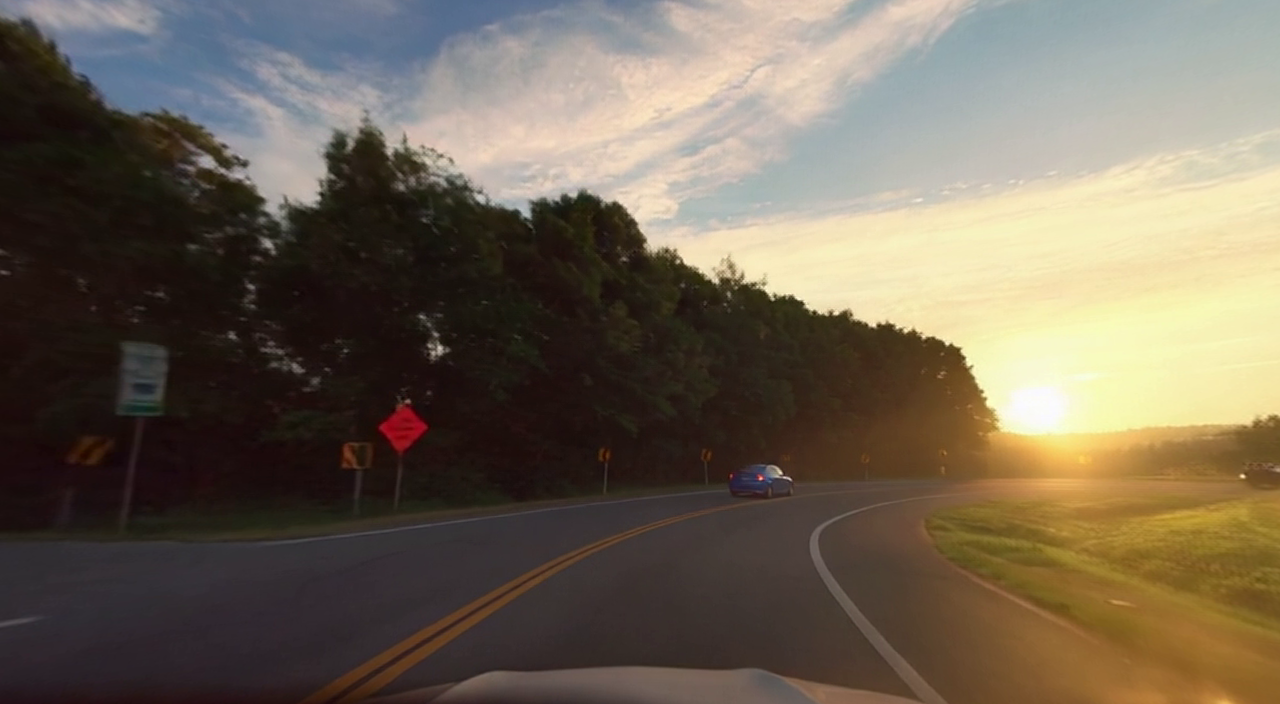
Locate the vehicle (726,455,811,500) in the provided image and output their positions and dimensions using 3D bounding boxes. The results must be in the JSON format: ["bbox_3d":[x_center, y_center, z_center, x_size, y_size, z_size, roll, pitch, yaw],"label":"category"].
[{"bbox_3d":[5.467,5.217,26.383,1.997,1.692,4.422,-6,-12,32],"label":"vehicle"}]
